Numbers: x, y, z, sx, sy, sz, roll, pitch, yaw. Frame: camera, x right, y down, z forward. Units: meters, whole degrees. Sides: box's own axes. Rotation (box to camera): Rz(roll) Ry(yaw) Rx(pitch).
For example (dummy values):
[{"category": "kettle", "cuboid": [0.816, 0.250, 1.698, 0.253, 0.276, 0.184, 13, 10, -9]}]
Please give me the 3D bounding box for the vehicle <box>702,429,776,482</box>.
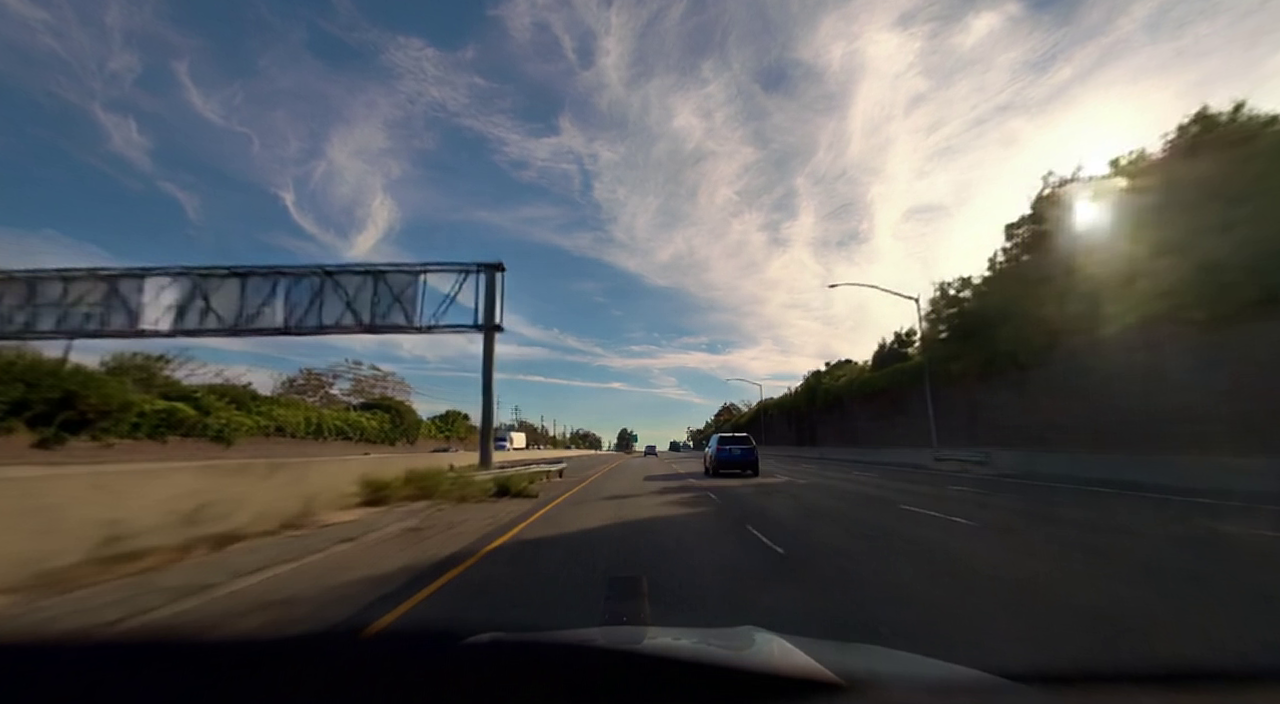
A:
[{"category": "vehicle", "cuboid": [3.731, 3.985, 24.562, 2.120, 1.832, 4.287, 0, -8, -1]}]
